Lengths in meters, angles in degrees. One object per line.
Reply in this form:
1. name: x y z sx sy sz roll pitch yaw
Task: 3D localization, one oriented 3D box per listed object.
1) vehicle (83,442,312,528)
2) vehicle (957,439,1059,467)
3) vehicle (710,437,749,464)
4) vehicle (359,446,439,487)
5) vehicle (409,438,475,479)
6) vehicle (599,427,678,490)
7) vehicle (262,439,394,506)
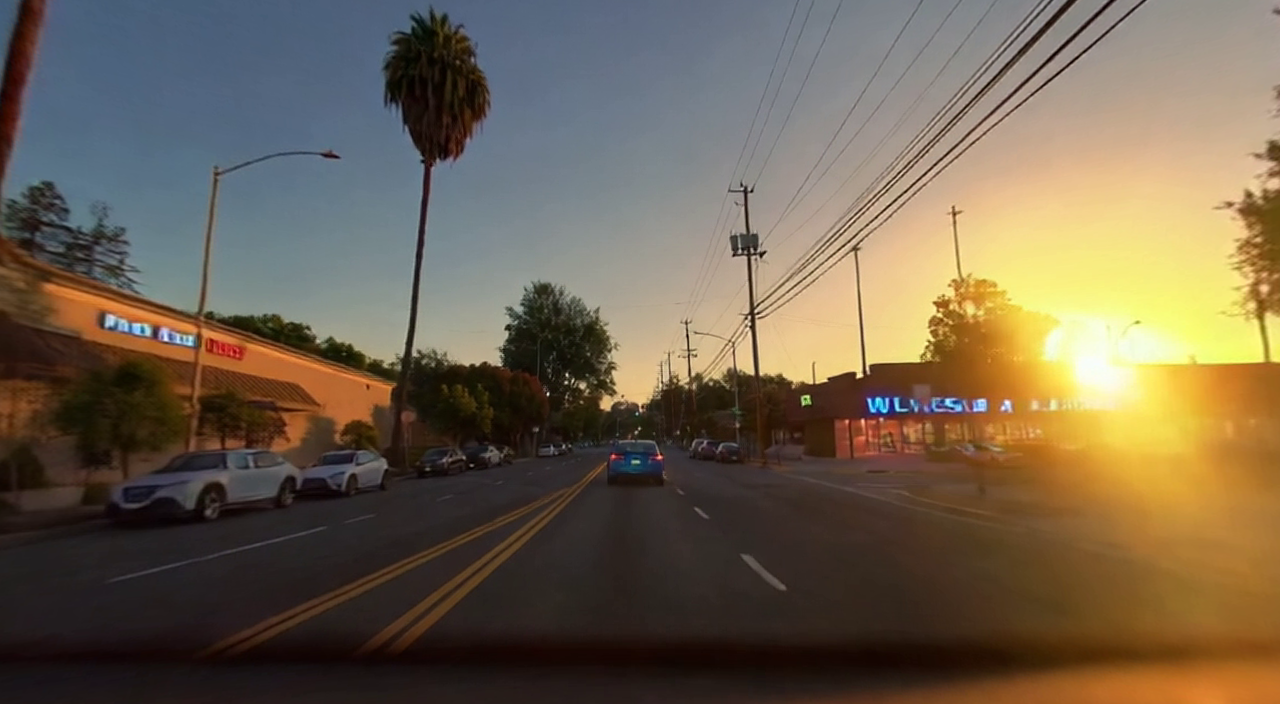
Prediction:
1. vehicle: -10.124 3.026 15.027 2.075 1.693 4.696 0 -9 -1
2. vehicle: 20.736 5.711 35.599 4.488 1.470 1.994 0 -9 -2
3. vehicle: 6.041 6.700 42.884 2.005 1.775 4.324 0 -9 0
4. vehicle: -10.075 4.795 26.657 1.812 1.578 4.037 0 -9 0
5. vehicle: -10.041 5.418 32.285 1.958 1.937 4.114 0 -9 1
6. vehicle: -0.121 3.439 20.557 2.264 1.798 4.563 0 -9 -2
7. vehicle: -10.161 3.894 21.041 1.992 1.744 4.896 -1 -6 -1
